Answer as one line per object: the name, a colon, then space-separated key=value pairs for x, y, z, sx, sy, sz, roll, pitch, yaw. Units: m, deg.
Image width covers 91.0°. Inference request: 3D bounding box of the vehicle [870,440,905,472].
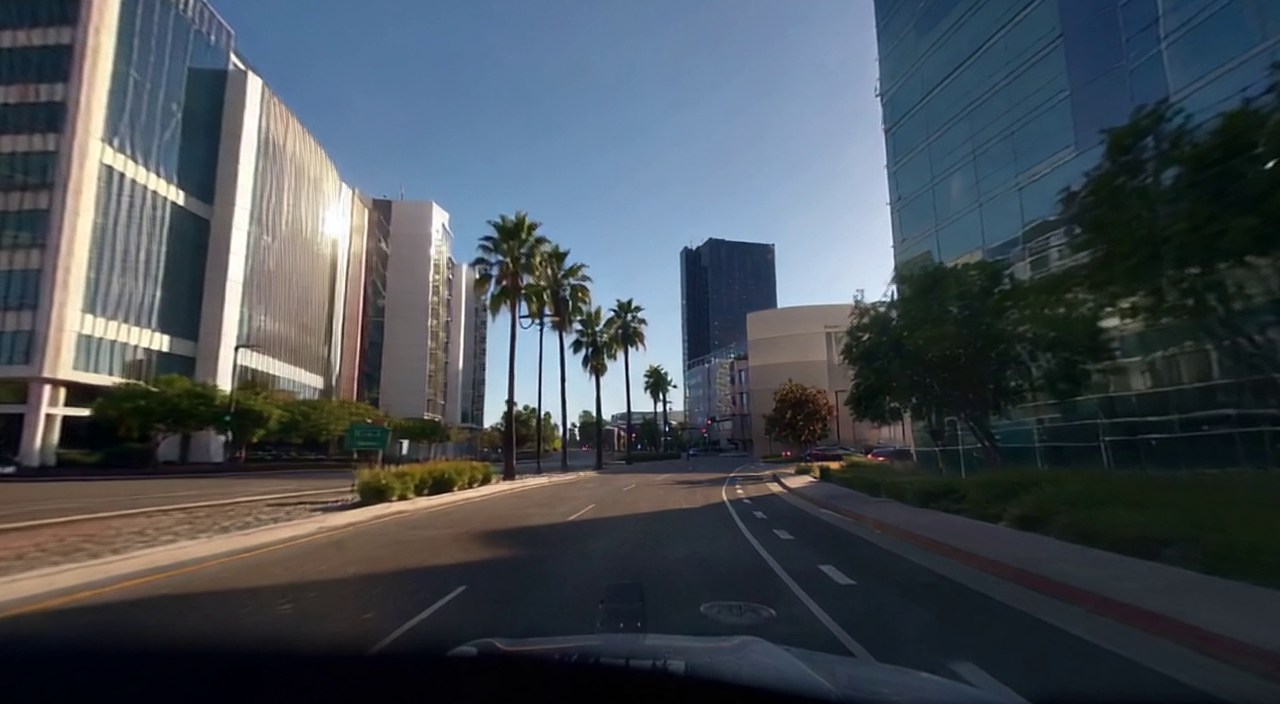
vehicle: x=18.946 y=7.977 z=48.239 sx=2.219 sy=2.342 sz=1.744 roll=-1 pitch=-10 yaw=14
